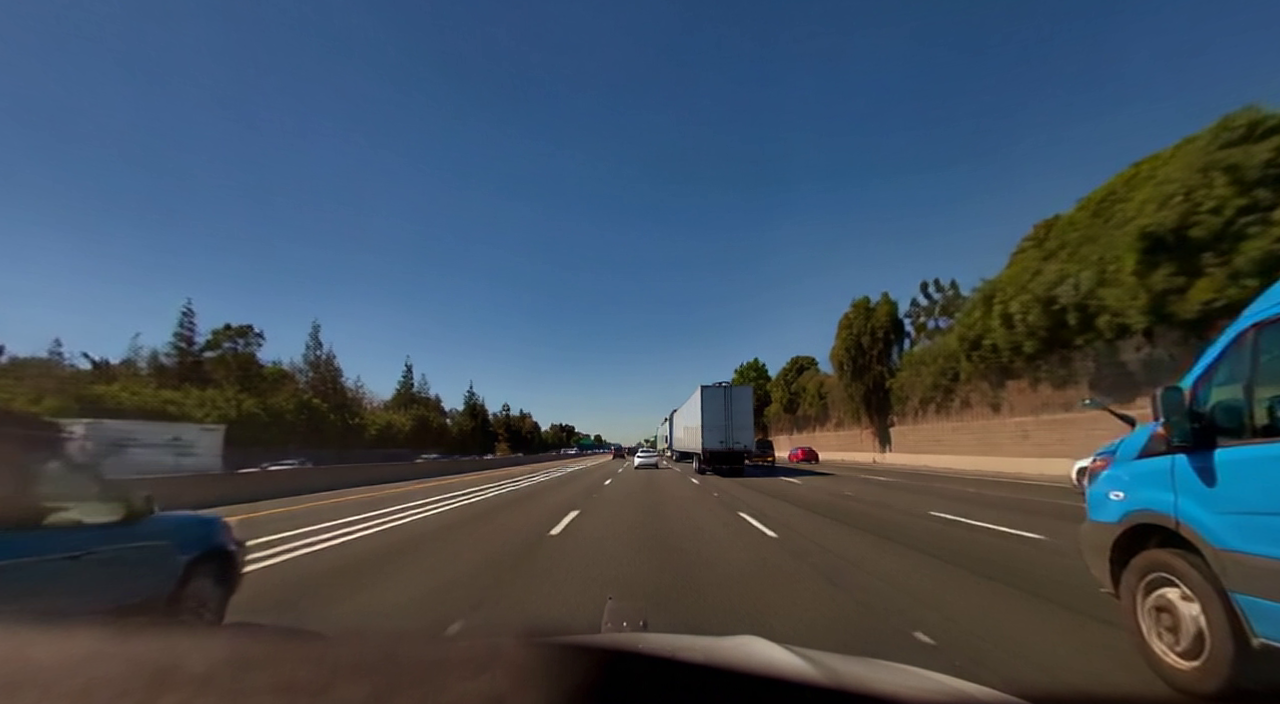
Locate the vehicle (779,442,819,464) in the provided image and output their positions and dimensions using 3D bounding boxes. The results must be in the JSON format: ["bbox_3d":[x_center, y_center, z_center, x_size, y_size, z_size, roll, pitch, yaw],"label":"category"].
[{"bbox_3d":[11.439,7.289,45.589,1.876,1.552,3.640,0,-9,0],"label":"vehicle"}]

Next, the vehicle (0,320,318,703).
[{"bbox_3d":[-3.180,0.721,1.620,2.237,1.745,4.575,0,-9,1],"label":"vehicle"}]

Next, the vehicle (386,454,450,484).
[{"bbox_3d":[-12.473,6.571,35.723,1.911,1.488,4.387,0,-9,1],"label":"vehicle"}]

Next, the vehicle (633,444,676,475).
[{"bbox_3d":[0.704,5.536,32.733,2.063,1.469,4.208,0,-9,0],"label":"vehicle"}]

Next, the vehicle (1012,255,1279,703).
[{"bbox_3d":[3.760,0.448,1.281,2.441,2.017,5.739,0,-9,0],"label":"vehicle"}]

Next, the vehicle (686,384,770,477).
[{"bbox_3d":[4.342,4.401,34.158,2.821,4.077,12.562,0,-9,1],"label":"vehicle"}]
